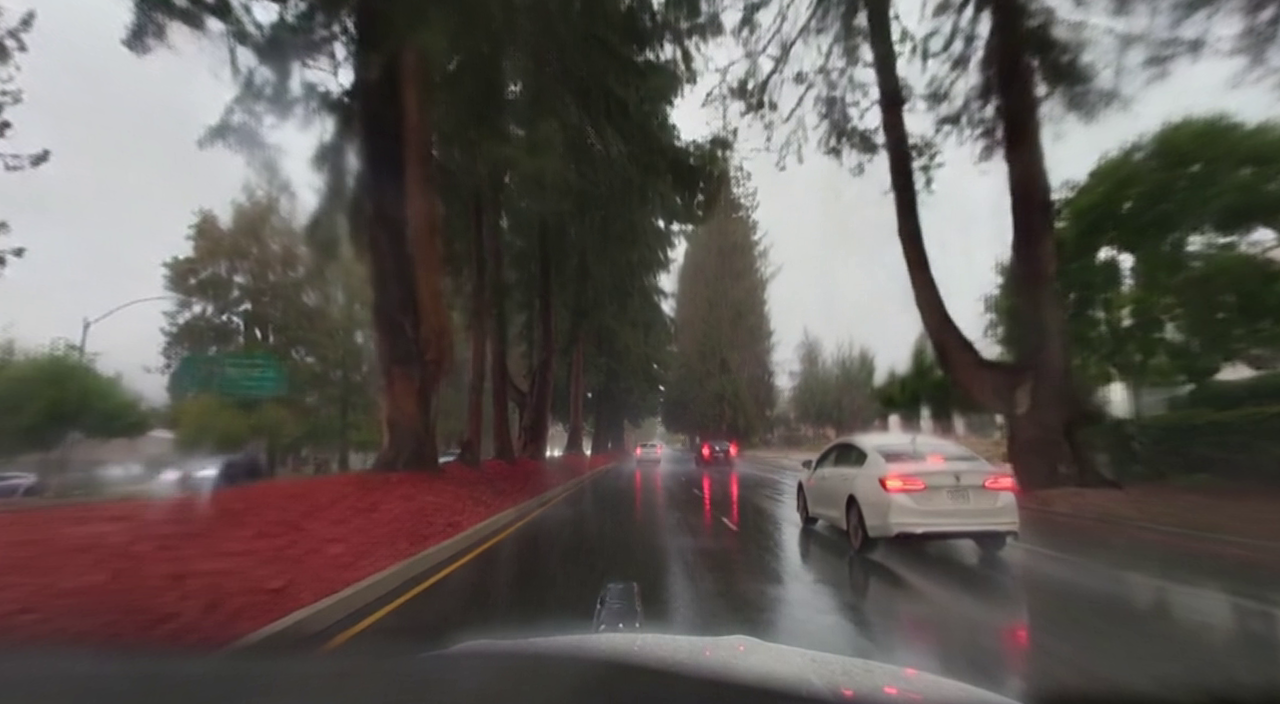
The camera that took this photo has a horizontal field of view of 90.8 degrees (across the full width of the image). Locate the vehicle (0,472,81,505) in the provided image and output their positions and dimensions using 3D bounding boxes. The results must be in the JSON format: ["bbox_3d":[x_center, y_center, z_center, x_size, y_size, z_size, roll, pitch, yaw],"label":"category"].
[{"bbox_3d":[-31.133,6.878,31.687,4.279,1.438,2.037,-3,-9,2],"label":"vehicle"}]

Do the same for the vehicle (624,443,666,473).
[{"bbox_3d":[0.252,5.610,33.535,2.082,1.473,4.028,0,-9,1],"label":"vehicle"}]

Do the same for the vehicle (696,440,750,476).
[{"bbox_3d":[4.033,5.206,31.309,2.074,1.652,4.340,0,-9,0],"label":"vehicle"}]

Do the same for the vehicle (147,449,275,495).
[{"bbox_3d":[-18.681,5.208,27.860,2.085,1.794,4.776,0,-9,3],"label":"vehicle"}]

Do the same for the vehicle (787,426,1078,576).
[{"bbox_3d":[3.495,1.850,8.637,1.985,1.529,4.147,0,-9,0],"label":"vehicle"}]

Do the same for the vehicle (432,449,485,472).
[{"bbox_3d":[-12.122,7.250,42.502,2.063,1.485,4.756,0,-9,1],"label":"vehicle"}]
